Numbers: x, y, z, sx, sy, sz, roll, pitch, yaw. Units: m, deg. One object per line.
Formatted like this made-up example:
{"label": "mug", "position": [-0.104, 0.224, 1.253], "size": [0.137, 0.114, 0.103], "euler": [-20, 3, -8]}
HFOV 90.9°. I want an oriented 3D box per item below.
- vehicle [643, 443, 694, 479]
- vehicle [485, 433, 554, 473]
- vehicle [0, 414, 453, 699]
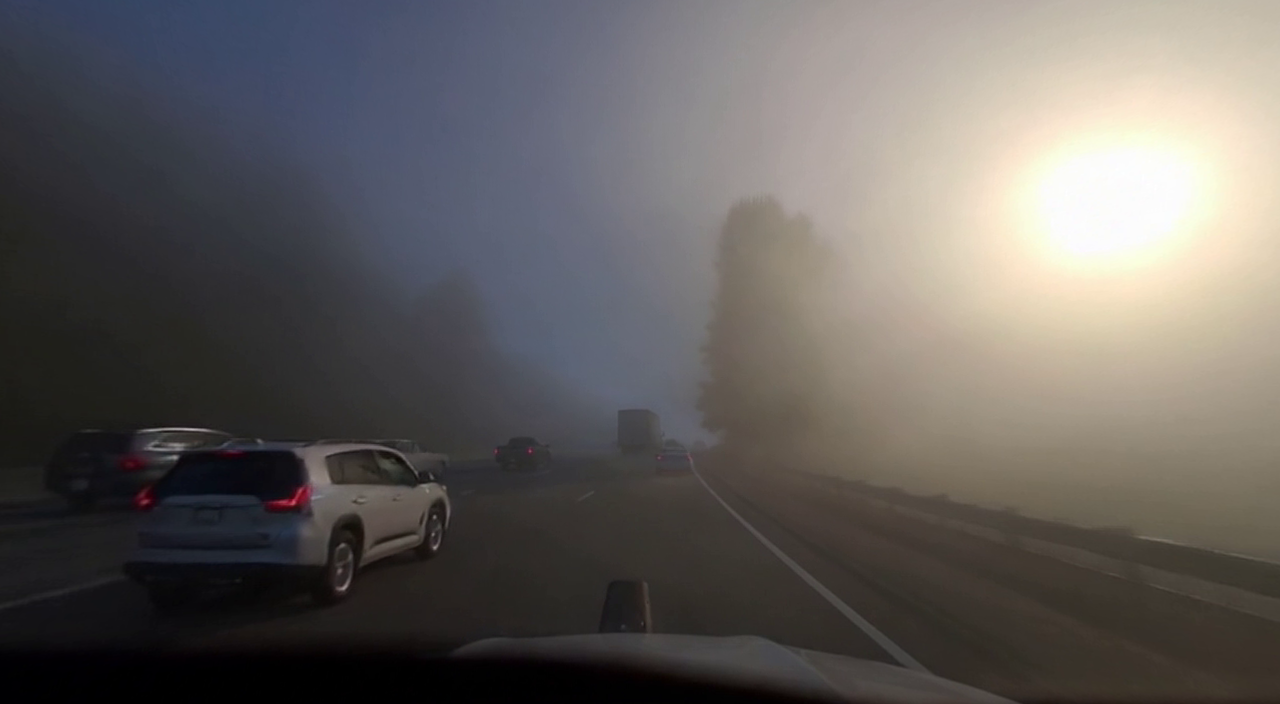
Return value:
{"label": "vehicle", "position": [1.217, 4.541, 26.520], "size": [1.984, 1.365, 3.767], "euler": [0, -9, 3]}
{"label": "vehicle", "position": [-5.918, 5.028, 31.555], "size": [2.142, 1.833, 4.854], "euler": [-1, -9, 5]}
{"label": "vehicle", "position": [-3.417, 1.430, 5.716], "size": [1.916, 1.486, 4.631], "euler": [0, -9, 2]}
